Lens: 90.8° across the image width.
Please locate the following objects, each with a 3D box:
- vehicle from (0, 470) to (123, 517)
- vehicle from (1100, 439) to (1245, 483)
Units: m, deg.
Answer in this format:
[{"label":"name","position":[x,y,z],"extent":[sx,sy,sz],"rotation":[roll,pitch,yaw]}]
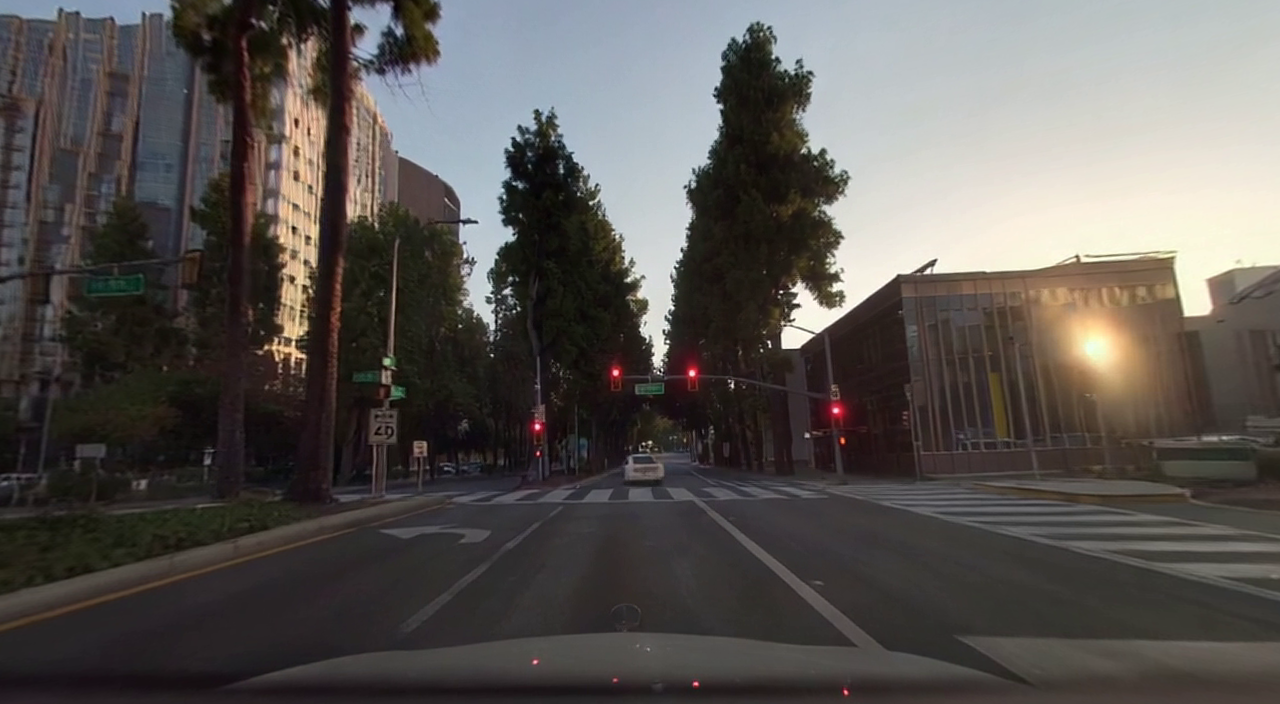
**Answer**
[{"label":"vehicle","position":[-23.011,5.388,24.337],"extent":[4.758,1.549,2.194],"rotation":[-2,-9,14]},{"label":"vehicle","position":[21.179,4.332,25.257],"extent":[3.967,1.636,1.932],"rotation":[-1,-9,0]}]
